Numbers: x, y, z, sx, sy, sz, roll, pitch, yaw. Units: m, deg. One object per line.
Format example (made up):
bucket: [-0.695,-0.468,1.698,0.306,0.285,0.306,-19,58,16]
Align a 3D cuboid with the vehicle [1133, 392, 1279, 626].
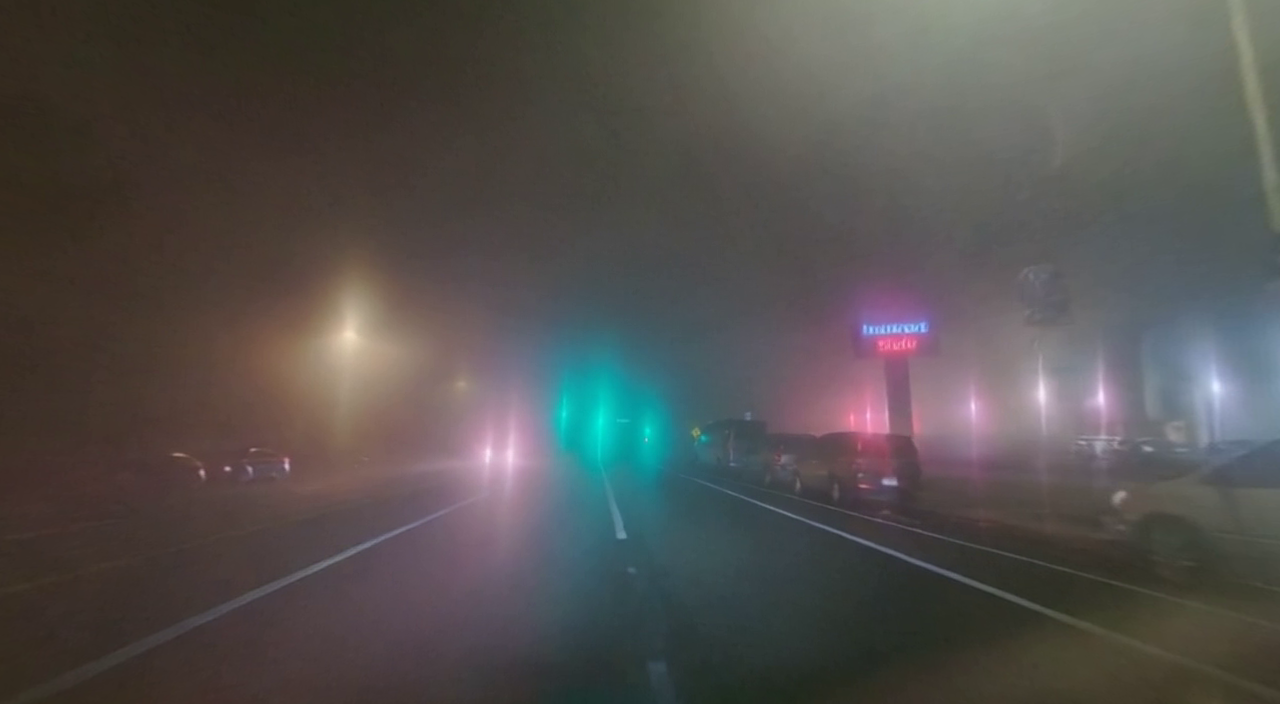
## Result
vehicle: [6.373,1.070,3.700,2.092,1.887,5.632,1,-8,-4]

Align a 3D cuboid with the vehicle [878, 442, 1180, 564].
vehicle: [5.758,2.232,10.237,1.902,1.494,4.622,0,-8,-1]

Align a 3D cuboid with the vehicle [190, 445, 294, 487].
vehicle: [-17.489,4.984,27.935,1.928,1.718,4.279,0,-8,-3]

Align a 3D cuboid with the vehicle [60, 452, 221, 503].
vehicle: [-17.049,4.261,21.852,2.036,1.478,4.615,0,-8,-4]

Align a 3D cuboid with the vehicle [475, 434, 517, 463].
vehicle: [-10.604,7.125,46.684,2.235,2.023,4.923,1,-8,-4]

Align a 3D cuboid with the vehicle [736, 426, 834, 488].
vehicle: [5.136,3.807,23.200,2.002,2.010,5.145,1,-8,-5]

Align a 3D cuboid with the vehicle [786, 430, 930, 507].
vehicle: [5.578,3.030,16.834,1.952,1.771,4.385,1,-8,-5]

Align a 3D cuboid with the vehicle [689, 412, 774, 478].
vehicle: [4.378,4.584,31.477,2.739,2.866,6.142,-1,-7,-5]

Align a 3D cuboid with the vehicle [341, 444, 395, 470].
vehicle: [-18.509,7.161,43.086,2.021,1.695,4.372,1,-8,-4]
